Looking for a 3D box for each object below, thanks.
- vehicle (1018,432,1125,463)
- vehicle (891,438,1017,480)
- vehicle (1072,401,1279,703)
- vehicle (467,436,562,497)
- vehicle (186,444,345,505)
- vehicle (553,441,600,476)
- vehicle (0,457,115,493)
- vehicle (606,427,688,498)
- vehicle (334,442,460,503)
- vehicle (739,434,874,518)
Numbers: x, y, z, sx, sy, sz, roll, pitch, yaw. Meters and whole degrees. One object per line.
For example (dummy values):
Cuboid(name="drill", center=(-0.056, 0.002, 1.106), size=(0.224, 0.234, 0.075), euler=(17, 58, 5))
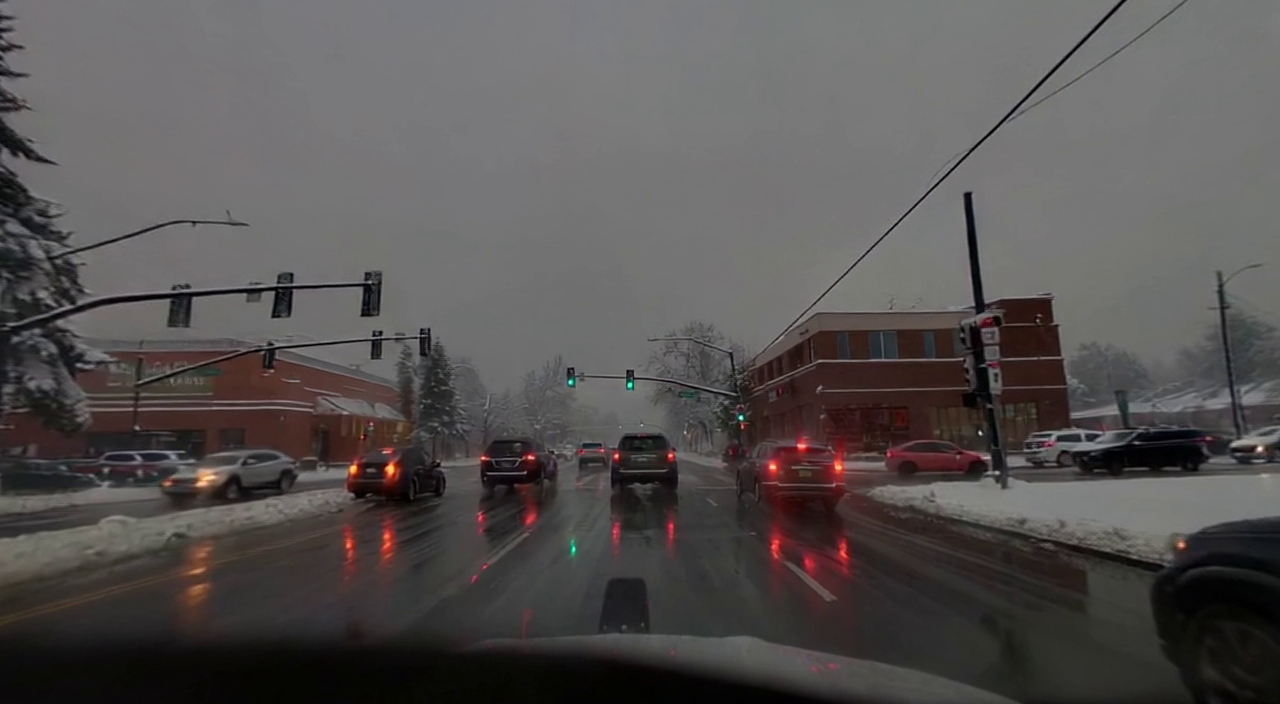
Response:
Cuboid(name="vehicle", center=(23.012, 5.101, 33.731), size=(4.236, 1.617, 1.832), euler=(-1, -9, 9))
Cuboid(name="vehicle", center=(12.189, 4.107, 24.430), size=(4.566, 1.457, 1.986), euler=(4, -9, -27))
Cuboid(name="vehicle", center=(3.541, 0.818, 1.621), size=(1.927, 1.498, 4.169), euler=(0, -8, 1))
Cuboid(name="vehicle", center=(-3.642, 3.395, 19.114), size=(1.886, 1.599, 4.247), euler=(0, -8, 1))
Cuboid(name="vehicle", center=(-11.404, 3.723, 19.679), size=(2.077, 1.657, 4.589), euler=(0, -8, 1))
Cuboid(name="vehicle", center=(-3.182, 5.427, 32.399), size=(1.894, 1.642, 3.861), euler=(0, -8, 1))
Cuboid(name="vehicle", center=(-29.822, 6.245, 32.234), size=(4.337, 1.690, 1.875), euler=(-1, -8, 5))
Cuboid(name="vehicle", center=(0.206, 3.096, 18.037), size=(2.075, 1.770, 4.018), euler=(0, -8, 1))
Cuboid(name="vehicle", center=(-6.676, 3.334, 17.888), size=(1.852, 1.495, 4.211), euler=(0, -8, 1))
Cuboid(name="vehicle", center=(3.337, 2.565, 13.600), size=(2.030, 1.492, 4.383), euler=(-1, -8, 4))
